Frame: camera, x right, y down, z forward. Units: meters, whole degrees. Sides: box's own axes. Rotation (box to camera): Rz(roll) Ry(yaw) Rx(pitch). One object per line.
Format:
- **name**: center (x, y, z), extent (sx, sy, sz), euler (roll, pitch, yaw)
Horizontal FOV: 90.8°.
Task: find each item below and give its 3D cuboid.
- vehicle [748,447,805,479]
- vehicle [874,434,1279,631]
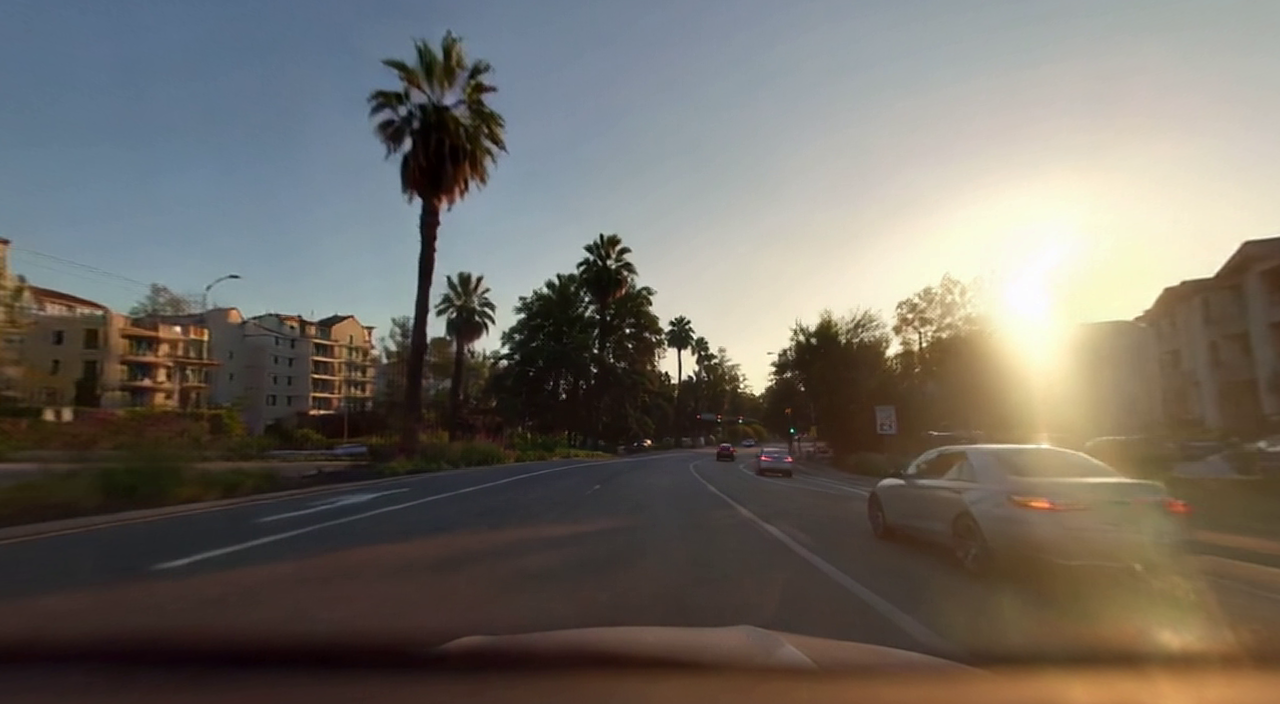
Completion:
- **vehicle**: center (6.797, 5.557, 31.950), extent (2.144, 1.473, 4.638), euler (-1, -9, 4)
- **vehicle**: center (4.229, 1.675, 6.813), extent (1.993, 1.483, 3.821), euler (0, -8, 1)
